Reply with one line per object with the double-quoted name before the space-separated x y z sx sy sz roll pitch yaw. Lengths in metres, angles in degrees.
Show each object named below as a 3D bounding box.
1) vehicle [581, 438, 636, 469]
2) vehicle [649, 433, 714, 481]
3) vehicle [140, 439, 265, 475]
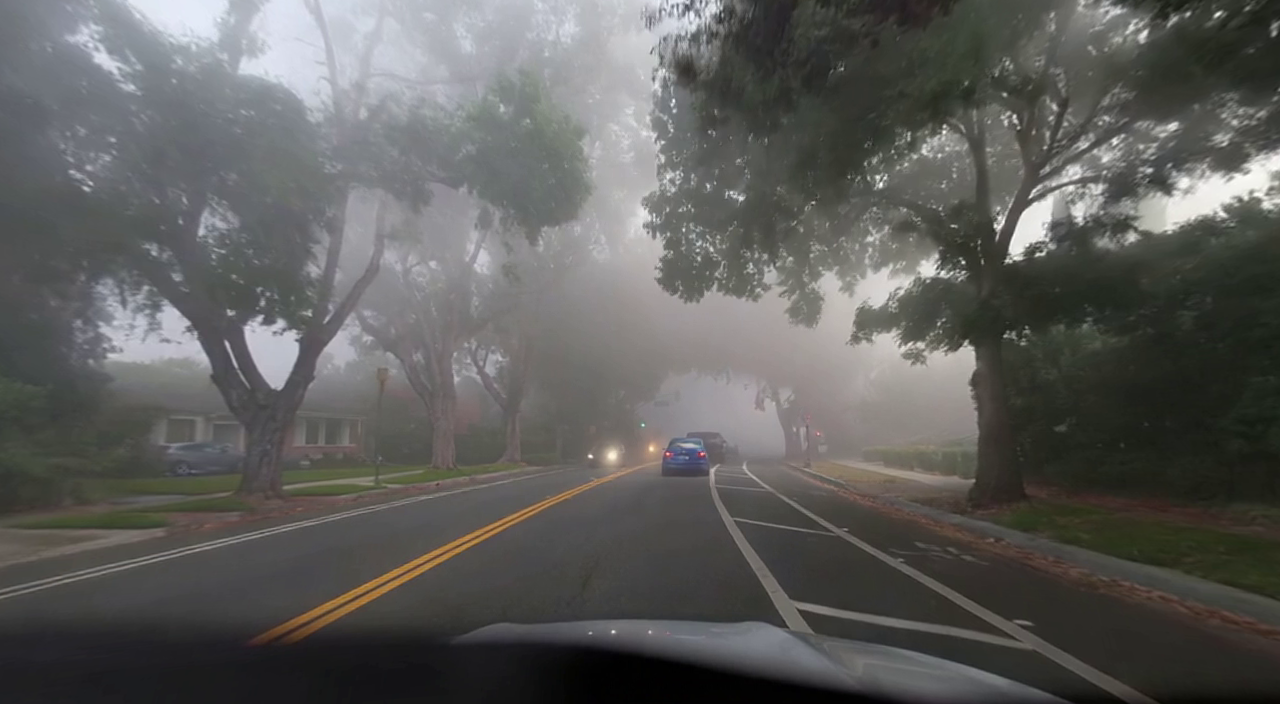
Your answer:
"vehicle" -1.556 5.293 33.129 1.961 1.498 4.401 -1 -8 10
"vehicle" 1.476 3.645 22.141 2.070 1.516 3.936 -1 -8 4
"vehicle" -19.433 4.644 28.250 1.937 1.450 4.422 -1 -8 10
